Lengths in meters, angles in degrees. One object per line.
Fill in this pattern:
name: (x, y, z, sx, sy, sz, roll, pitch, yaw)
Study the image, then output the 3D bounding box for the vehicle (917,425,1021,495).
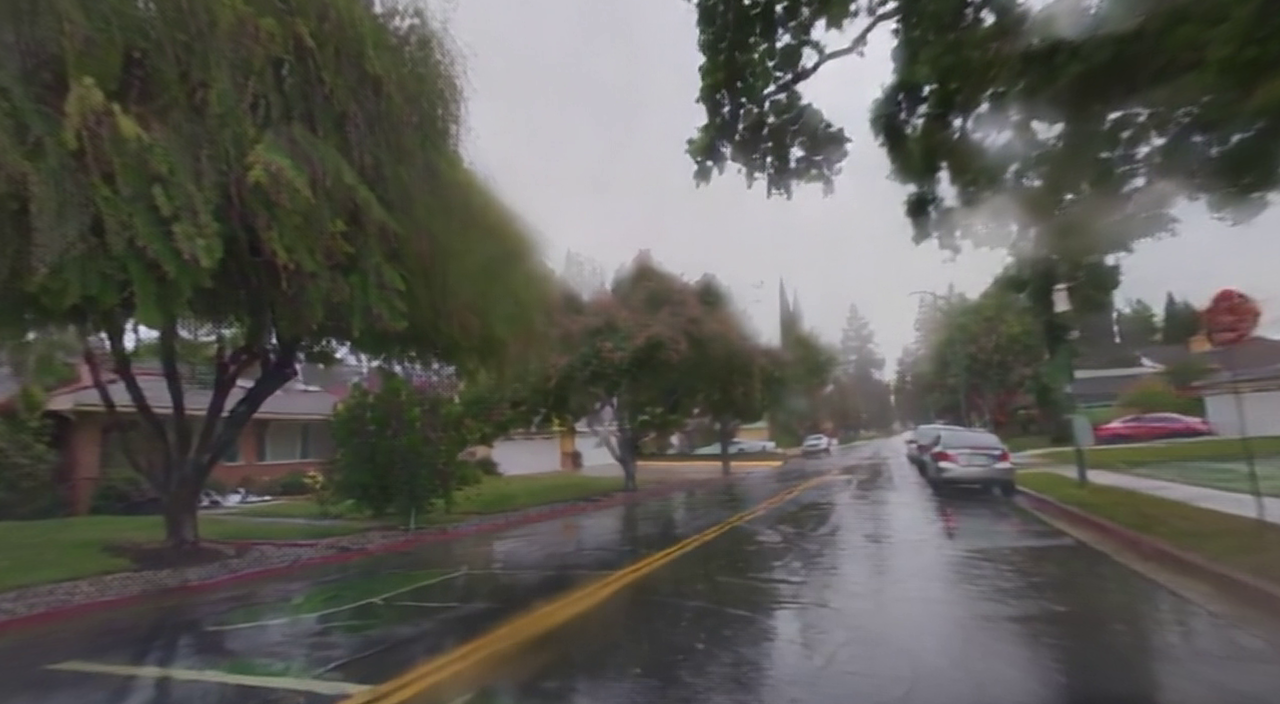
vehicle: (9.445, 3.102, 18.512, 2.204, 1.776, 4.262, -4, -9, 22)

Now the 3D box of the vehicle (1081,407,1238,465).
vehicle: (19.617, 3.178, 23.962, 4.390, 1.696, 1.954, -4, -8, -9)
